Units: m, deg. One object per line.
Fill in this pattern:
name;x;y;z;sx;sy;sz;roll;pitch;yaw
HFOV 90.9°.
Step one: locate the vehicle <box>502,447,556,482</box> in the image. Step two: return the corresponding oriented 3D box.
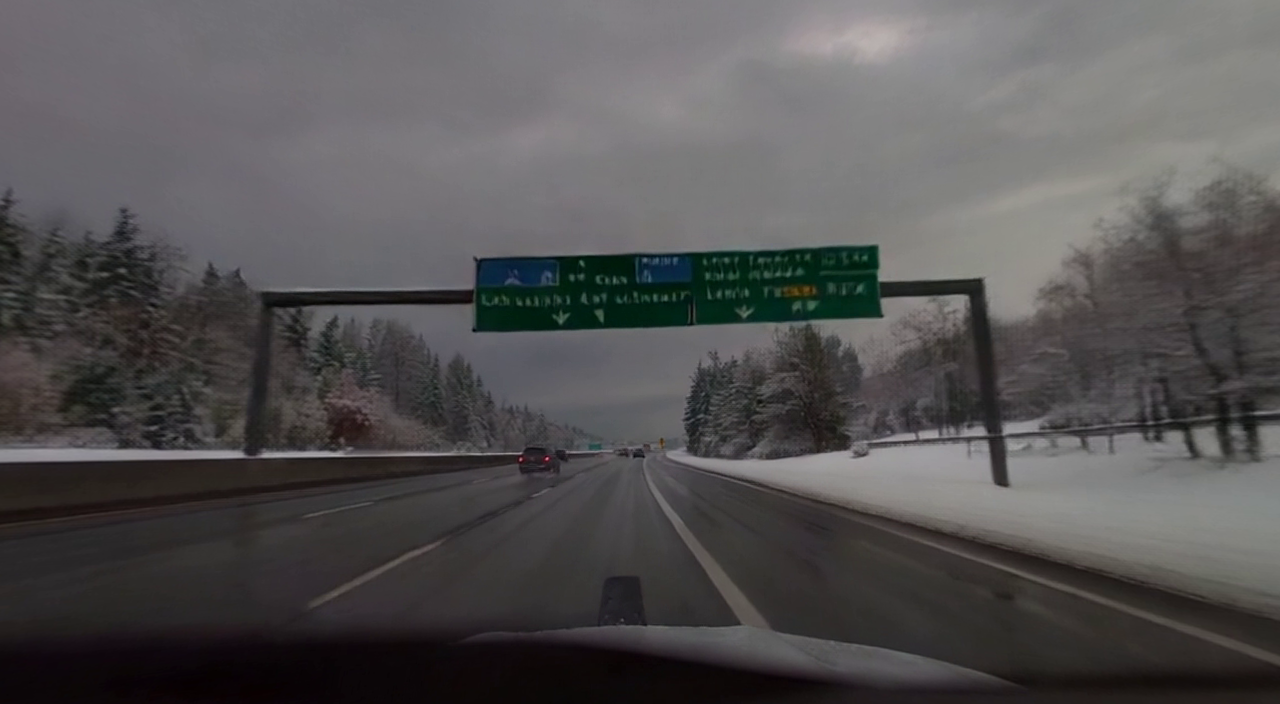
vehicle;-5.437;5.563;31.454;1.875;1.587;4.687;0;-9;-1
